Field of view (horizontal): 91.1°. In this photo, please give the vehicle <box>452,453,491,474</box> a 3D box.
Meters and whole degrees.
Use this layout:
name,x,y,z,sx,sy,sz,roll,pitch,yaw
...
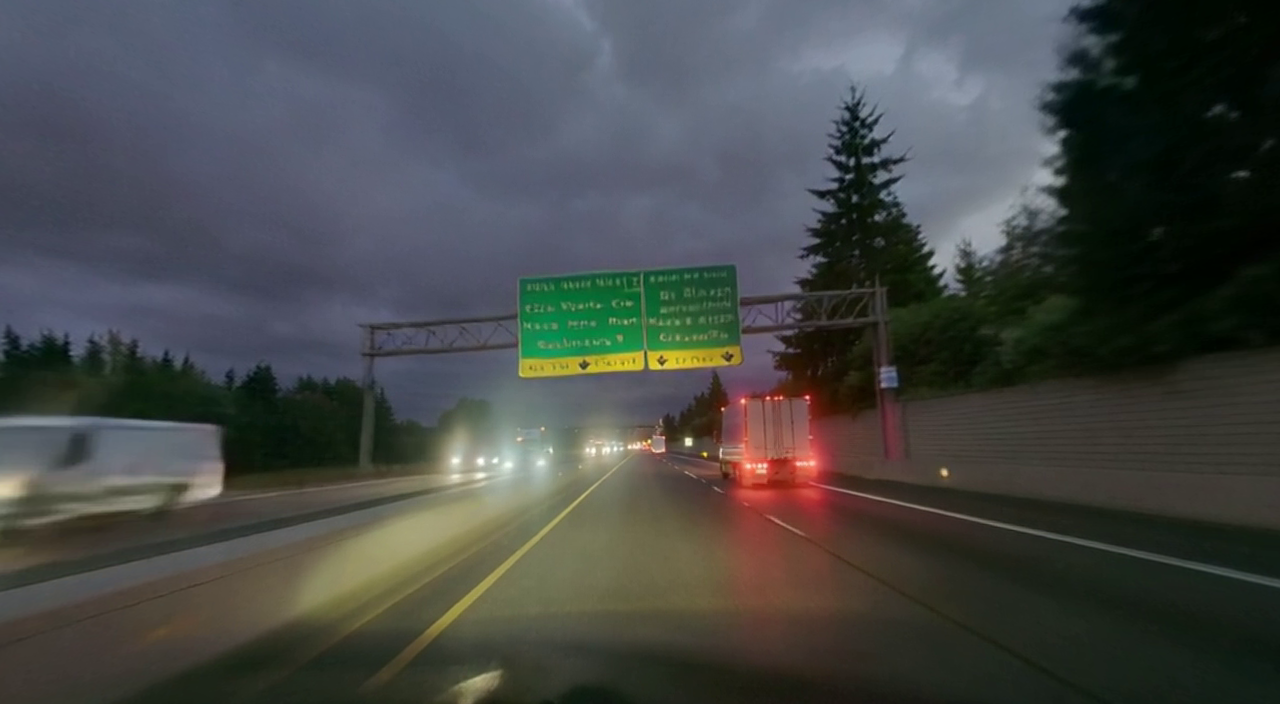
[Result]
name,x,y,z,sx,sy,sz,roll,pitch,yaw
vehicle,-12.666,8.356,47.449,1.802,1.445,4.047,0,-9,-1

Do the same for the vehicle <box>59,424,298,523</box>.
name,x,y,z,sx,sy,sz,roll,pitch,yaw
vehicle,-12.819,3.393,18.235,2.496,2.353,5.824,0,-9,0

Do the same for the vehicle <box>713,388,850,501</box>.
name,x,y,z,sx,sy,sz,roll,pitch,yaw
vehicle,3.942,2.825,19.207,2.449,2.805,6.763,0,-9,-1

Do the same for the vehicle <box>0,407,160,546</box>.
name,x,y,z,sx,sy,sz,roll,pitch,yaw
vehicle,-12.796,2.318,11.764,2.601,2.464,6.400,0,-9,-1

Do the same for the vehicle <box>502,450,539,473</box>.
name,x,y,z,sx,sy,sz,roll,pitch,yaw
vehicle,-8.144,7.490,43.155,1.800,1.441,3.633,-1,-9,0
